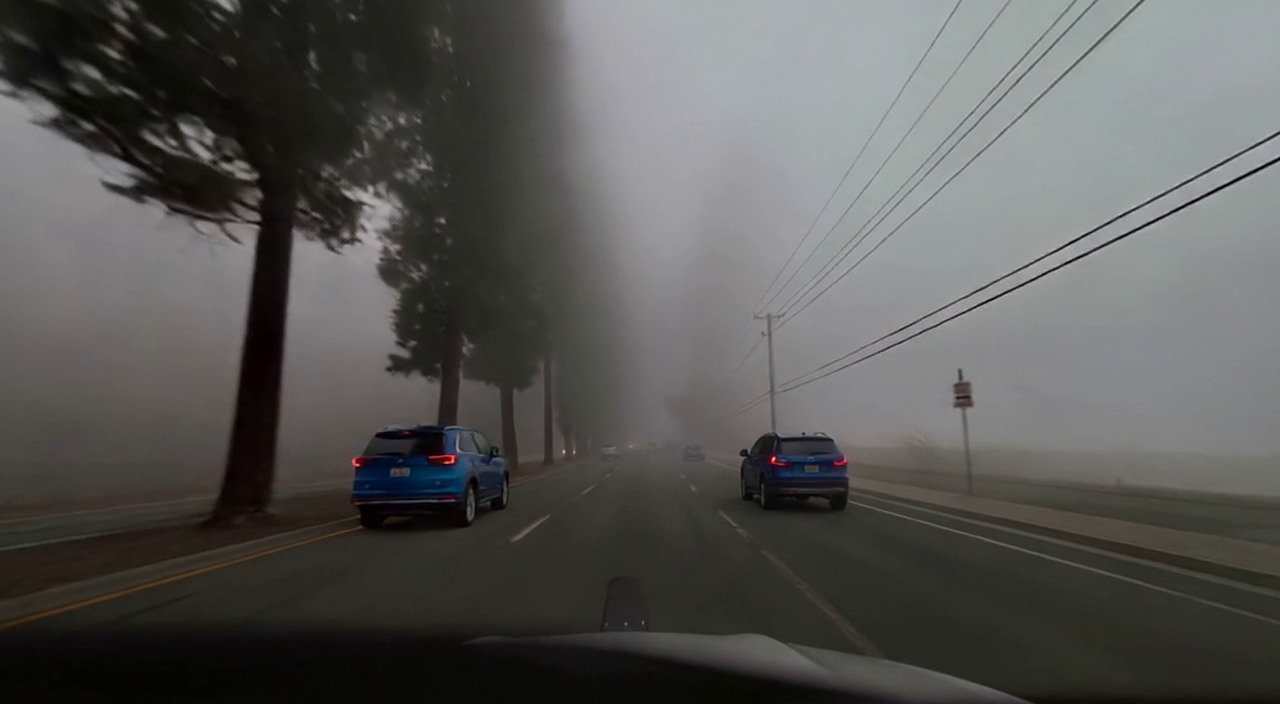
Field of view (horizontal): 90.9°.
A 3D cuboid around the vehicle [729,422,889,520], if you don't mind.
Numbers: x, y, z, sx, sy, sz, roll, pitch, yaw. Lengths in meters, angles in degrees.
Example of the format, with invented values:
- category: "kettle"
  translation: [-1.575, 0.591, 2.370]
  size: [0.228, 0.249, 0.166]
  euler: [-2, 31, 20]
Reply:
- category: "vehicle"
  translation: [3.360, 2.479, 13.625]
  size: [2.182, 1.744, 4.464]
  euler: [0, -8, 0]

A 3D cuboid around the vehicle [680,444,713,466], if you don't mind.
- category: "vehicle"
  translation: [3.890, 7.193, 44.159]
  size: [1.906, 1.468, 4.422]
  euler: [0, -8, 0]

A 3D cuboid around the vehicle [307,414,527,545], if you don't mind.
- category: "vehicle"
  translation: [-3.481, 2.082, 10.979]
  size: [2.104, 1.785, 4.494]
  euler: [0, -8, 1]
